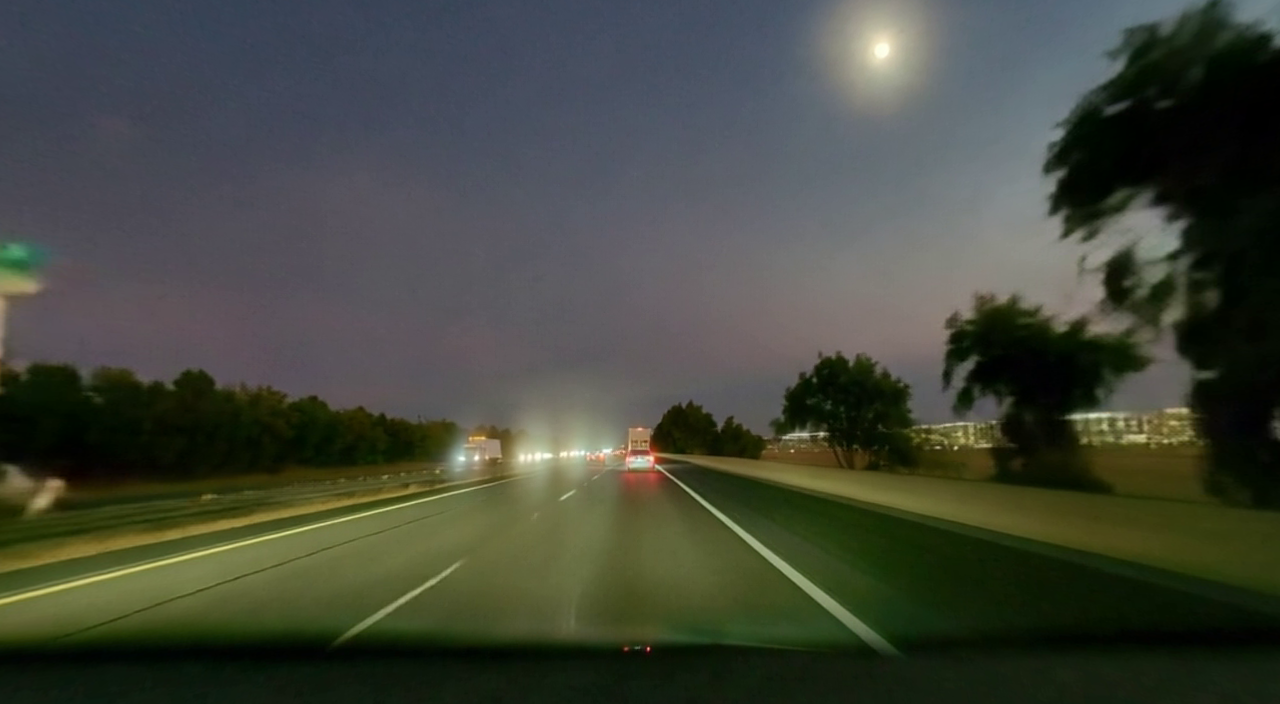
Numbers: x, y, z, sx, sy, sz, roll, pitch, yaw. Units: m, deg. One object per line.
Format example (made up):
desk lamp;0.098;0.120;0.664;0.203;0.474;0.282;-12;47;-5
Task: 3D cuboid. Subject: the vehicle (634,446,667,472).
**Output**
vehicle;0.627;7.032;41.653;1.992;1.593;3.937;0;-9;-1
